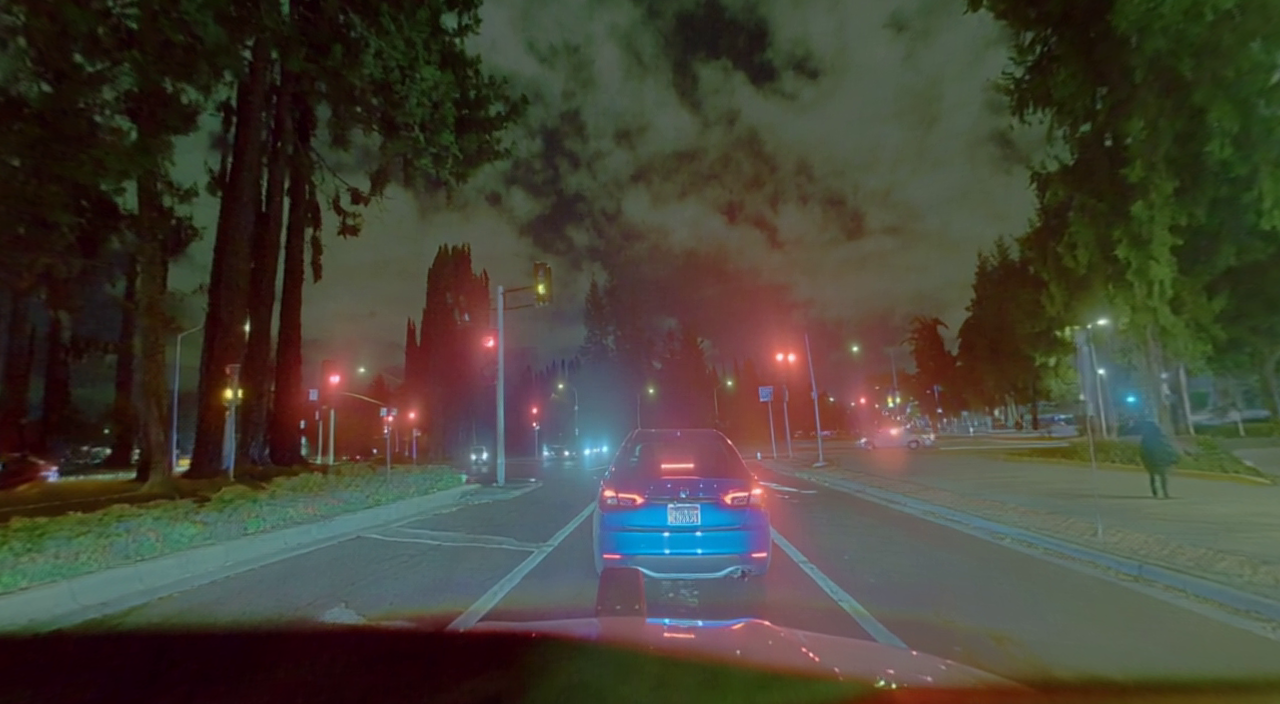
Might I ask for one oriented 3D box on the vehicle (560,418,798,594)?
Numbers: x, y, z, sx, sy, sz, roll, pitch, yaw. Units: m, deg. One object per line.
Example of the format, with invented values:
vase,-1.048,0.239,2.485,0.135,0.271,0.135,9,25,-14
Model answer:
vehicle,0.372,1.613,7.409,2.035,1.499,3.799,0,-8,1
